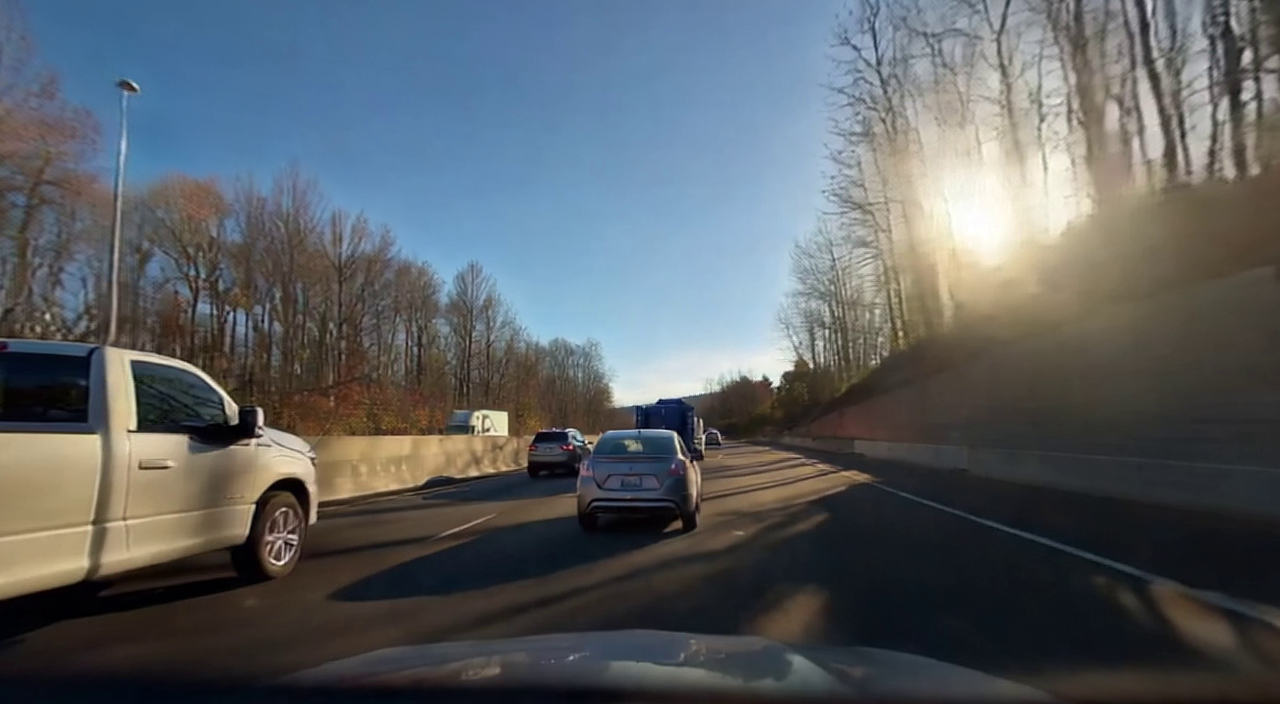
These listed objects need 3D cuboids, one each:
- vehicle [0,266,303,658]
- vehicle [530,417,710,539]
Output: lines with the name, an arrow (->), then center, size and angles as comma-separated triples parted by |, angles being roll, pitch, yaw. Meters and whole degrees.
vehicle -> -5.211, 0.701, 4.036 | 2.386, 2.435, 5.831 | -1, -8, 6
vehicle -> -0.047, 1.854, 10.003 | 2.089, 1.485, 4.153 | -1, -8, 9
